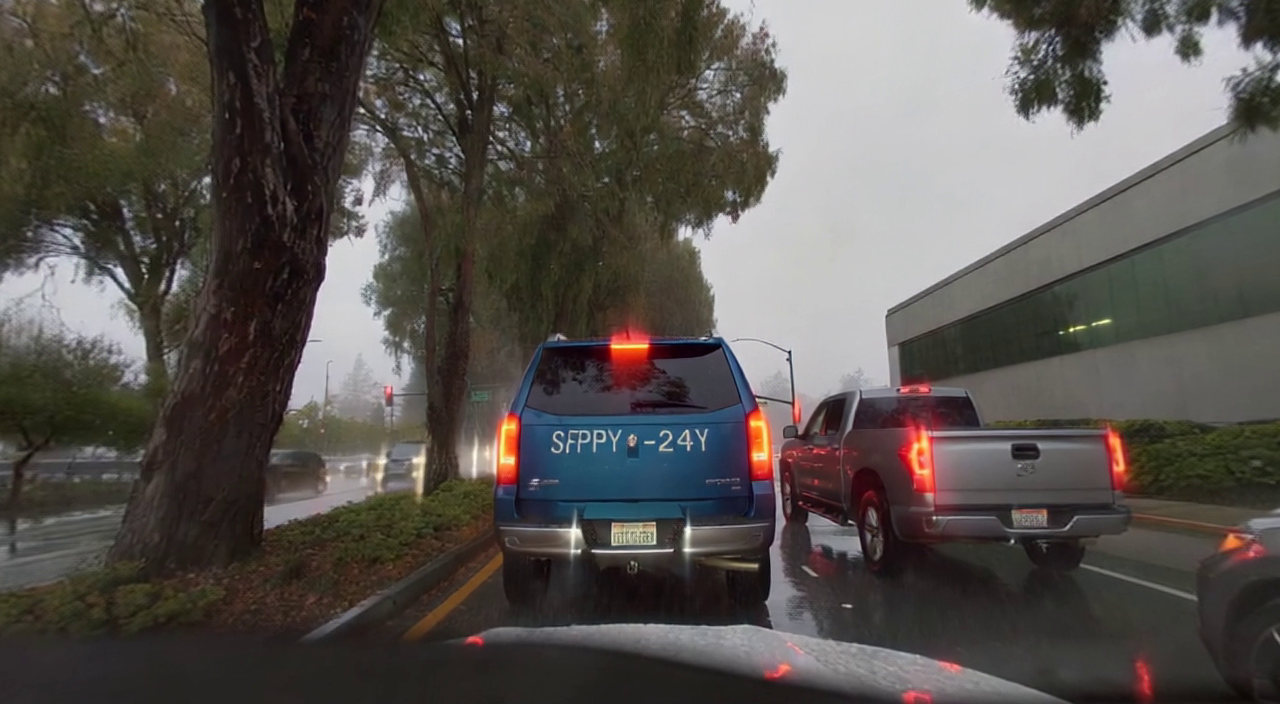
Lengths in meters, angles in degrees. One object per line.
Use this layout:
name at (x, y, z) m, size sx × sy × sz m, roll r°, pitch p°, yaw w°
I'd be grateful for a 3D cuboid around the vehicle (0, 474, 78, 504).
vehicle at (-37.560, 8.285, 38.259) m, size 1.813 × 1.546 × 4.785 m, roll -3°, pitch -9°, yaw 19°

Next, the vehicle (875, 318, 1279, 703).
vehicle at (3.080, 0.984, 3.484) m, size 2.022 × 1.700 × 4.410 m, roll 0°, pitch -8°, yaw 3°

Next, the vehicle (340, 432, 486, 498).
vehicle at (-8.909, 4.519, 26.025) m, size 2.873 × 2.199 × 8.099 m, roll -2°, pitch -9°, yaw 1°

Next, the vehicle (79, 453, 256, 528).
vehicle at (-16.292, 4.728, 22.166) m, size 2.637 × 2.293 × 4.494 m, roll 0°, pitch -8°, yaw 0°

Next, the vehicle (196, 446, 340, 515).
vehicle at (-12.533, 4.287, 21.710) m, size 2.111 × 1.917 × 4.758 m, roll -4°, pitch -8°, yaw 0°

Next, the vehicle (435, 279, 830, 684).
vehicle at (0.010, 1.040, 5.948) m, size 2.267 × 2.372 × 4.366 m, roll 0°, pitch -8°, yaw 2°
